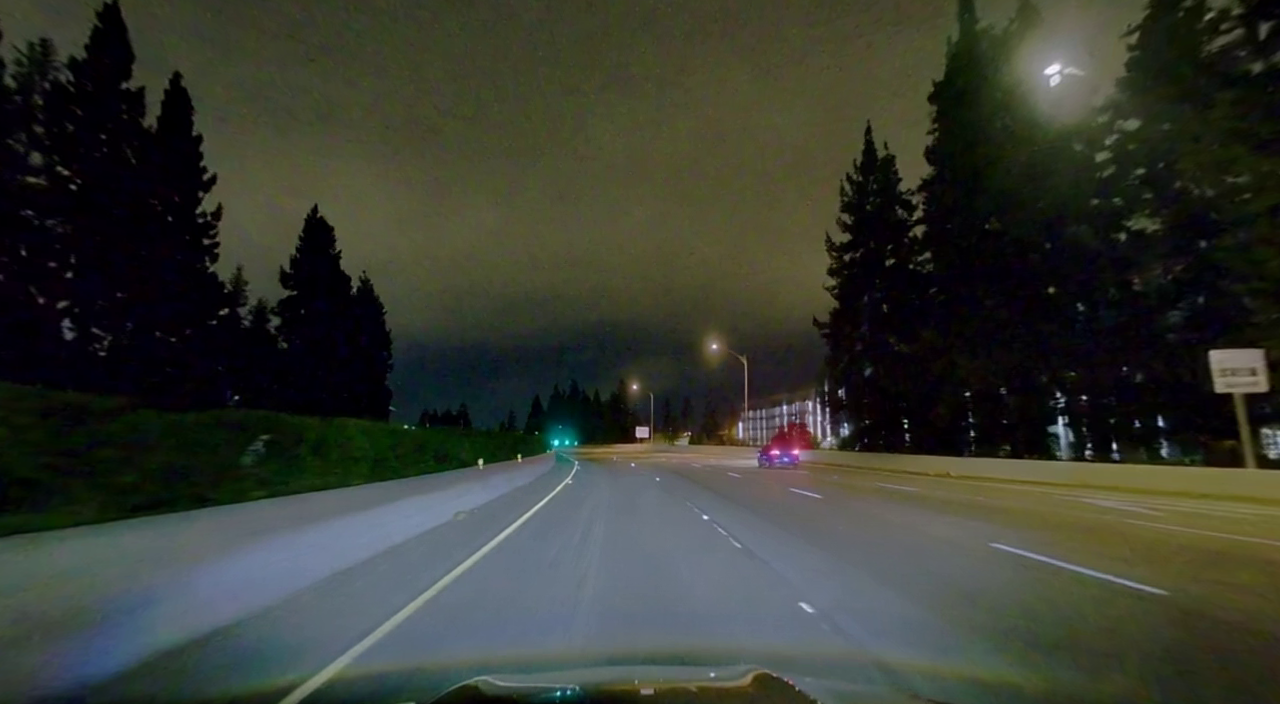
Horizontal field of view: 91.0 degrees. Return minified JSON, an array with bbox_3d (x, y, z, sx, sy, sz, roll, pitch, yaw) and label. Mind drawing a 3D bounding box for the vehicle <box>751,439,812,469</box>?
[{"bbox_3d":[7.580,5.513,34.118,1.908,1.483,4.474,1,-9,-5],"label":"vehicle"}]
